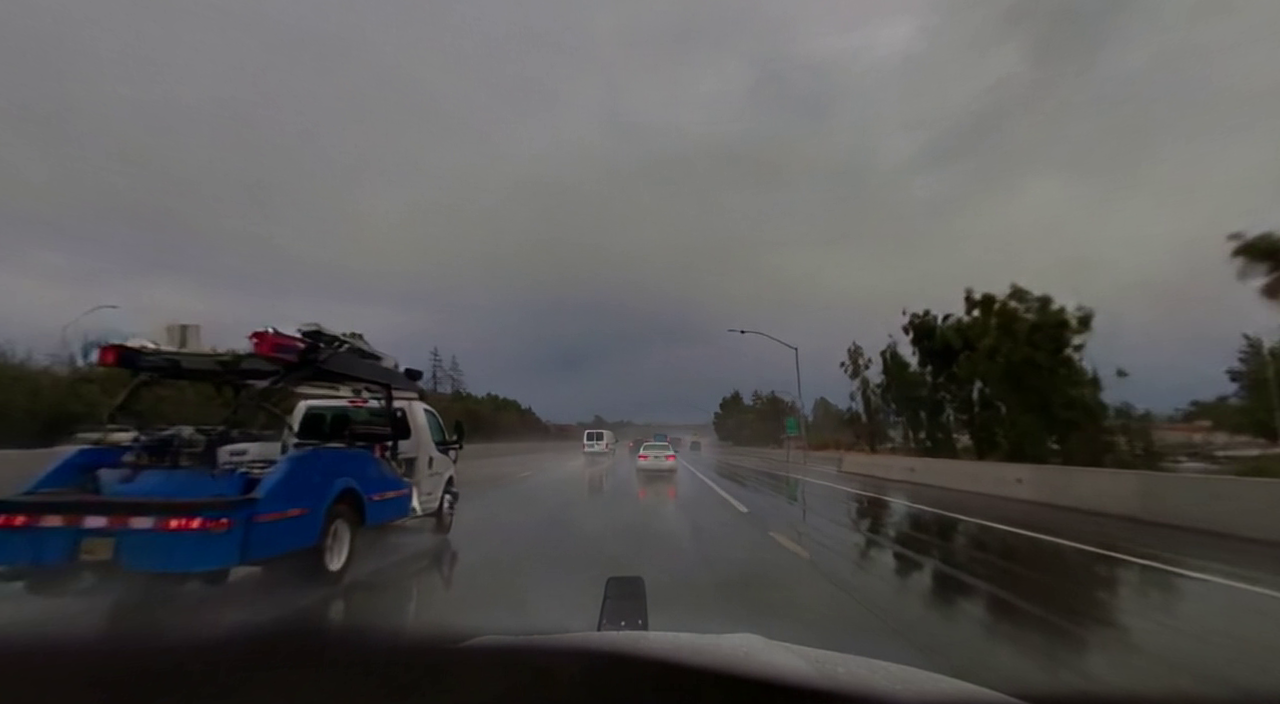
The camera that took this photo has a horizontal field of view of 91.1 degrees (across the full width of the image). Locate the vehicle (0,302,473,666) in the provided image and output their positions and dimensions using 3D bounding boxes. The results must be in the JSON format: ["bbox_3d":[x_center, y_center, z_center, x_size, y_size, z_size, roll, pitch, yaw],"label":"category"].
[{"bbox_3d":[-3.648,1.123,6.394,2.292,2.070,5.532,0,-8,1],"label":"vehicle"}]

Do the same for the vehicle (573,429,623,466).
[{"bbox_3d":[-2.530,5.972,39.463,2.526,2.146,5.594,0,-8,2],"label":"vehicle"}]

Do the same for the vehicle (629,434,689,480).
[{"bbox_3d":[0.697,4.137,25.019,2.165,1.653,4.456,0,-8,0],"label":"vehicle"}]
